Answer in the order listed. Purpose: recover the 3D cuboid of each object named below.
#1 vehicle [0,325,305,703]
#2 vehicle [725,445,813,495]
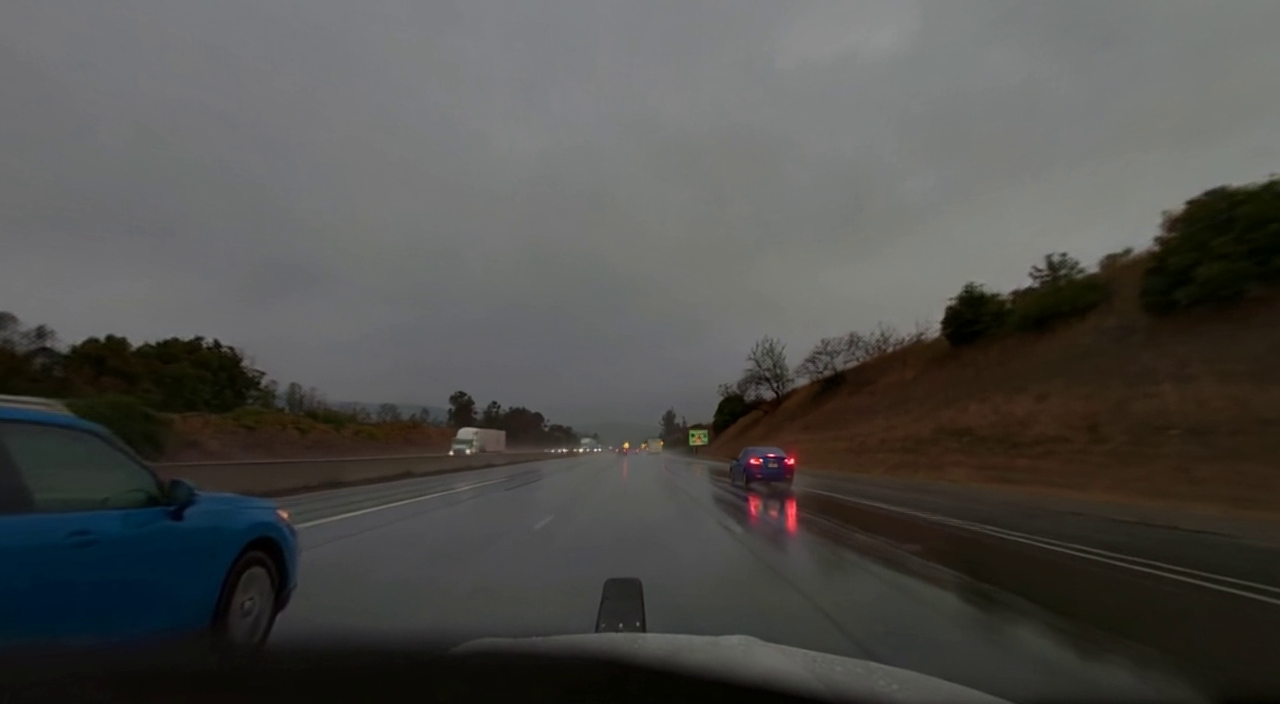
[{"bbox_3d":[-3.137,0.699,1.455,2.277,1.695,4.475,0,-9,-1],"label":"vehicle"},{"bbox_3d":[4.106,3.816,20.758,1.967,1.472,3.751,0,-9,-2],"label":"vehicle"}]
